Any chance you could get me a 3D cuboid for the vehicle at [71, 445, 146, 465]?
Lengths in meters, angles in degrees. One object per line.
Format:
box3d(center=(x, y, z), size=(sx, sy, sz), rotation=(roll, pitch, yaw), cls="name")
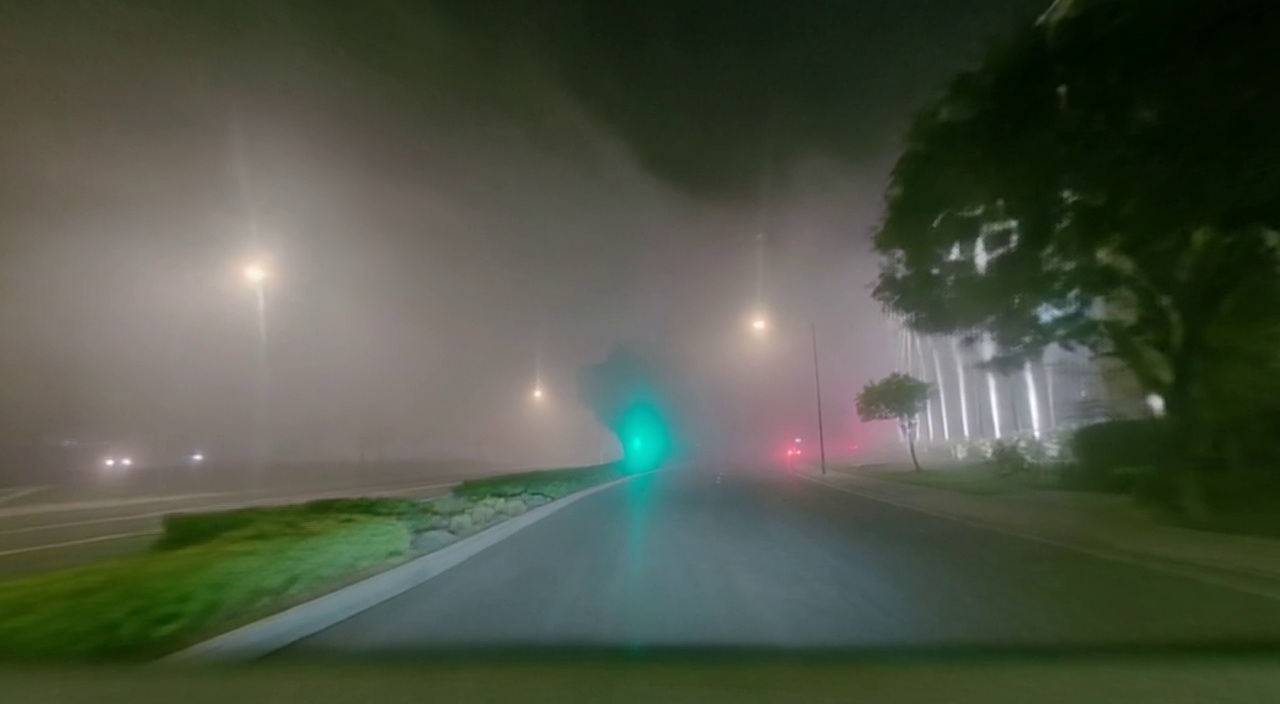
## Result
box3d(center=(-42.072, 8.150, 49.934), size=(4.097, 1.583, 1.995), rotation=(0, -8, 0), cls="vehicle")
